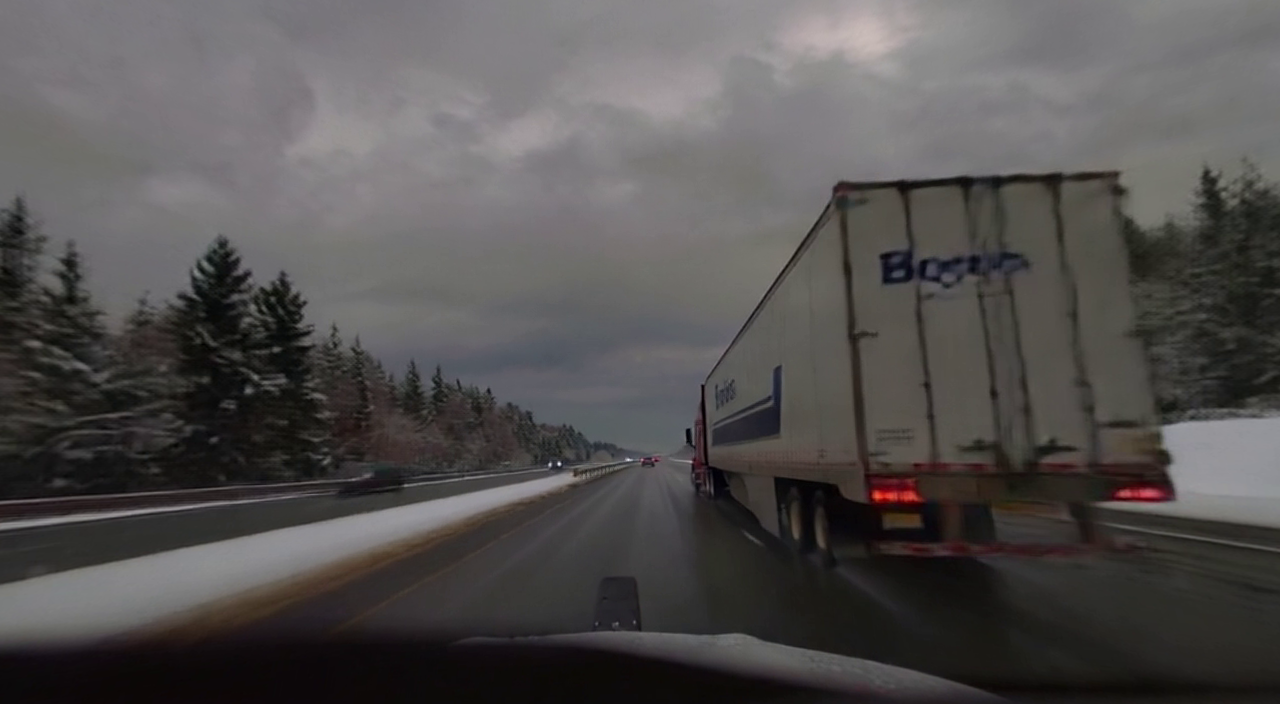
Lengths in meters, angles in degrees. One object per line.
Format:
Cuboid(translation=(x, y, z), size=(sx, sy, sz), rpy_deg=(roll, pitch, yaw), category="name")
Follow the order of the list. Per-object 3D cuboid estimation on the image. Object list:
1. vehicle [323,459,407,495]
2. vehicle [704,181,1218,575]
Cuboid(translation=(-13.283, 6.054, 30.592), size=(1.934, 1.501, 4.635), rpy_deg=(0, -9, 1), category="vehicle")
Cuboid(translation=(4.065, 1.502, 15.078), size=(3.537, 4.071, 17.399), rpy_deg=(0, -9, 1), category="vehicle")
